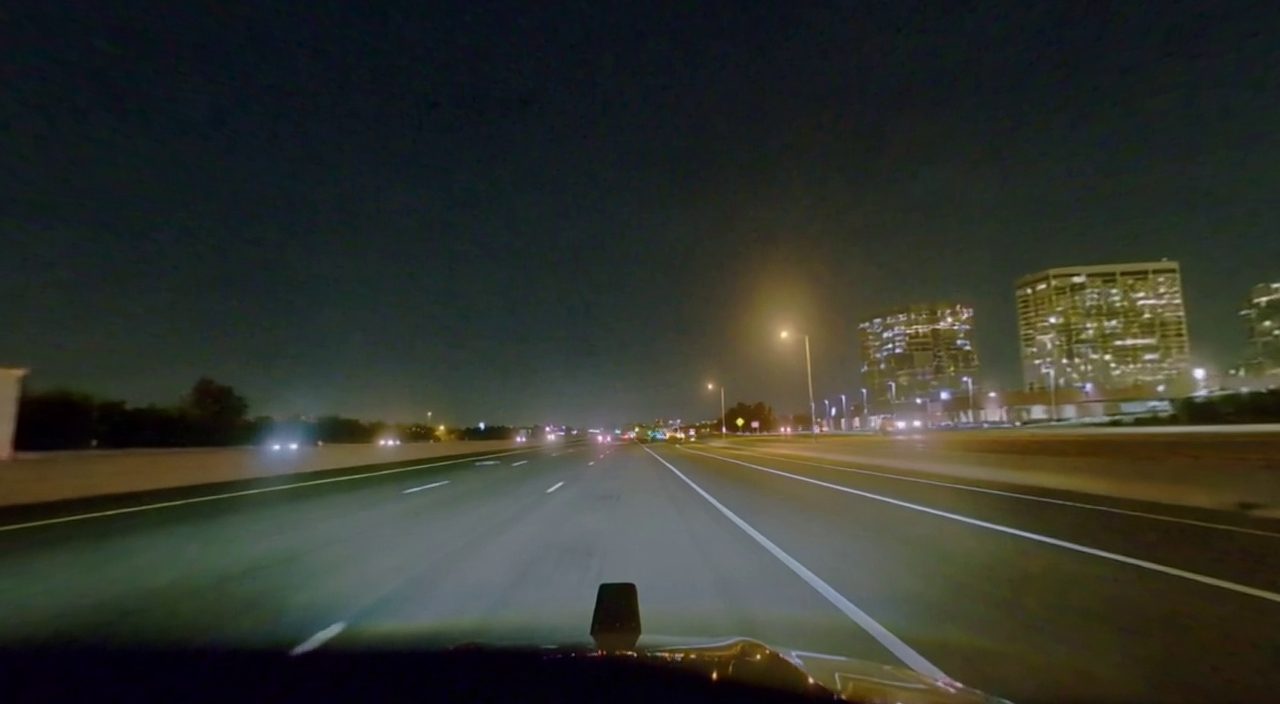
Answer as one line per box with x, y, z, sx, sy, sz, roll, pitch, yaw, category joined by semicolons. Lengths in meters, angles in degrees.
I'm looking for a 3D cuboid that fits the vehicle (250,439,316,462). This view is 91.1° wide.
-24.699;6.819;43.674;1.887;1.503;4.549;0;-8;0;vehicle
